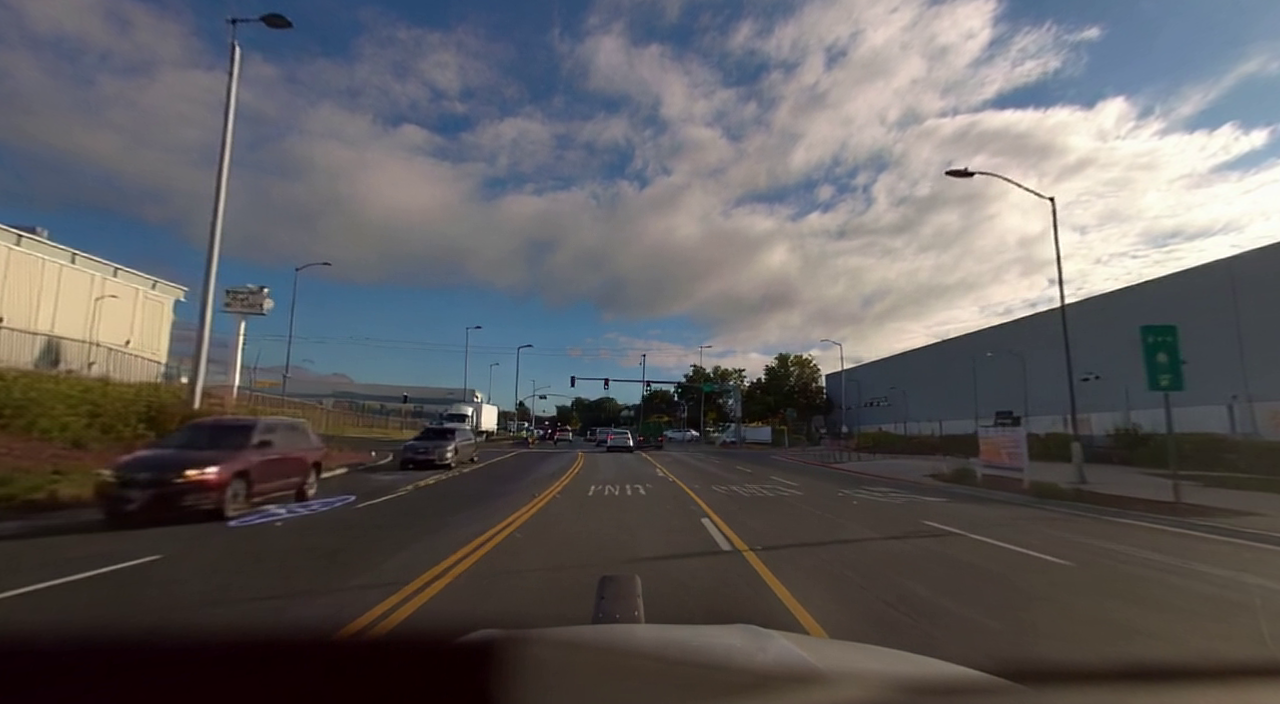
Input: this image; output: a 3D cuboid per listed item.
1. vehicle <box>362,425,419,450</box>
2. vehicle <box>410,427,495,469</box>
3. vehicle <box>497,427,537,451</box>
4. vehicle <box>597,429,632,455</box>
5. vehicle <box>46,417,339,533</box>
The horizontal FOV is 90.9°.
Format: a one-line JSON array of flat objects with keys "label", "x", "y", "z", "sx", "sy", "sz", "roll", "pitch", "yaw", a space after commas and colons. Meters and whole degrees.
[{"label": "vehicle", "x": -16.056, "y": 5.494, "z": 40.448, "sx": 2.032, "sy": 1.536, "sz": 4.158, "roll": 7, "pitch": -10, "yaw": -40}, {"label": "vehicle", "x": -7.177, "y": 3.713, "z": 24.590, "sx": 2.028, "sy": 1.495, "sz": 4.532, "roll": 0, "pitch": -8, "yaw": -2}, {"label": "vehicle", "x": -8.294, "y": 5.919, "z": 42.828, "sx": 1.966, "sy": 1.506, "sz": 4.417, "roll": 0, "pitch": -8, "yaw": -3}, {"label": "vehicle", "x": -1.560, "y": 5.563, "z": 39.012, "sx": 2.060, "sy": 1.491, "sz": 3.873, "roll": 0, "pitch": -8, "yaw": -2}, {"label": "vehicle", "x": -6.778, "y": 1.870, "z": 10.211, "sx": 1.847, "sy": 1.501, "sz": 3.942, "roll": 0, "pitch": -8, "yaw": 0}]
